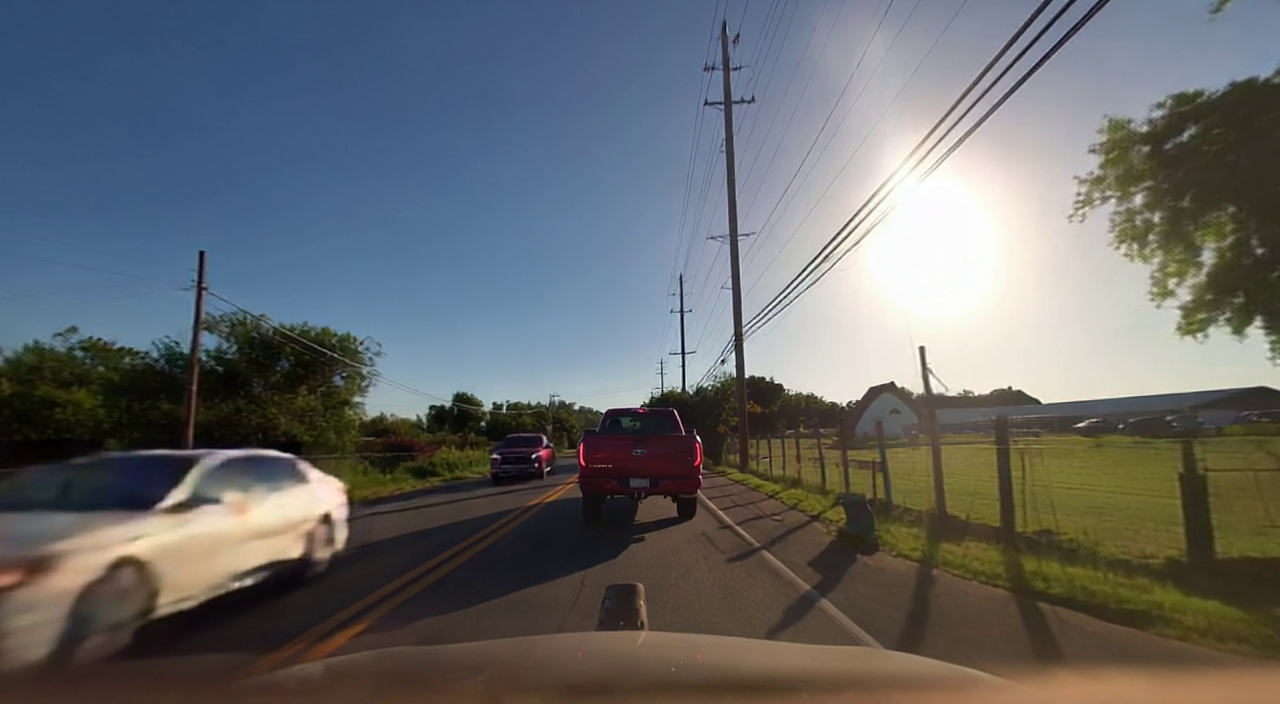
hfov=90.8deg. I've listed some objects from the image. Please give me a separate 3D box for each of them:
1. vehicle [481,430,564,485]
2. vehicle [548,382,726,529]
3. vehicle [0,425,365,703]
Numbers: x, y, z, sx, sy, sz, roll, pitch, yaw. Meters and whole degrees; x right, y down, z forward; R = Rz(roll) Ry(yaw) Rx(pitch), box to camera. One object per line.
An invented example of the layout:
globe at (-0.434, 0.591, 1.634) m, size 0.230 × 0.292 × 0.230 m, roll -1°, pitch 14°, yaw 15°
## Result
vehicle at (-4.220, 3.876, 23.511) m, size 2.193 × 1.805 × 4.657 m, roll 0°, pitch -8°, yaw 0°
vehicle at (-0.091, 2.012, 12.651) m, size 2.693 × 2.223 × 5.885 m, roll 0°, pitch -8°, yaw -1°
vehicle at (-4.071, 1.361, 4.844) m, size 1.974 × 1.455 × 4.289 m, roll 0°, pitch -8°, yaw 0°
